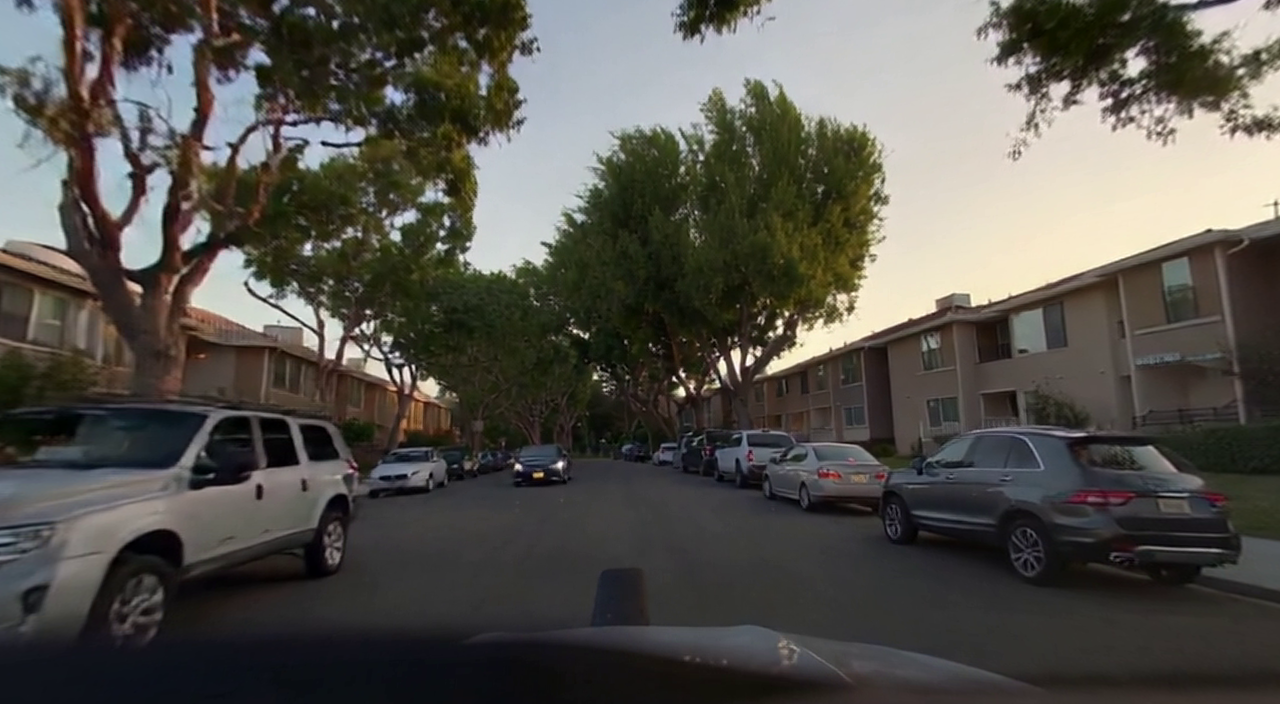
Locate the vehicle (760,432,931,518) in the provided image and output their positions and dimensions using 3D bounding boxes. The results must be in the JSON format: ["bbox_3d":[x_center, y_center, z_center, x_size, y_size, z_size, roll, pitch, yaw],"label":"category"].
[{"bbox_3d":[4.168,2.550,13.719,1.876,1.538,4.447,0,-8,-5],"label":"vehicle"}]

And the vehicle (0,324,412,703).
[{"bbox_3d":[-3.949,1.211,5.628,2.197,2.047,4.985,0,-8,-3],"label":"vehicle"}]

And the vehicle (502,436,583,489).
[{"bbox_3d":[-2.969,3.469,20.195,1.971,1.476,4.593,0,-8,-1],"label":"vehicle"}]

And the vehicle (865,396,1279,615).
[{"bbox_3d":[4.563,1.544,7.390,1.937,1.722,4.575,0,-8,-3],"label":"vehicle"}]
